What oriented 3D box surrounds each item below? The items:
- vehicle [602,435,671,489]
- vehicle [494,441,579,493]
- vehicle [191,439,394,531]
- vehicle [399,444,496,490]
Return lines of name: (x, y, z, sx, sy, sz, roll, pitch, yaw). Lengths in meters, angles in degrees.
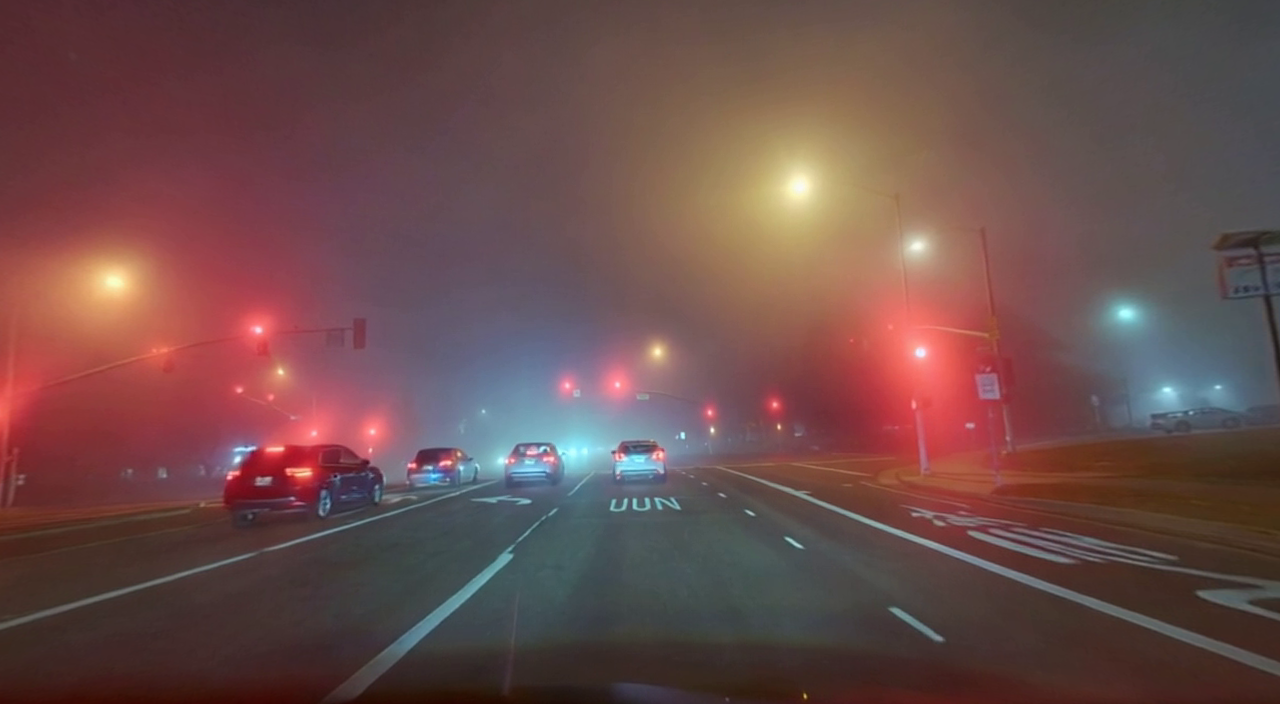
vehicle: (-0.096, 3.482, 20.349, 1.985, 1.521, 3.968, 0, -8, 0)
vehicle: (-3.140, 3.572, 20.007, 1.946, 1.437, 4.154, 0, -8, 1)
vehicle: (-6.869, 2.624, 13.095, 1.869, 1.570, 4.064, 0, -8, 0)
vehicle: (-6.727, 4.043, 22.589, 2.074, 1.447, 4.224, 0, -8, 1)
